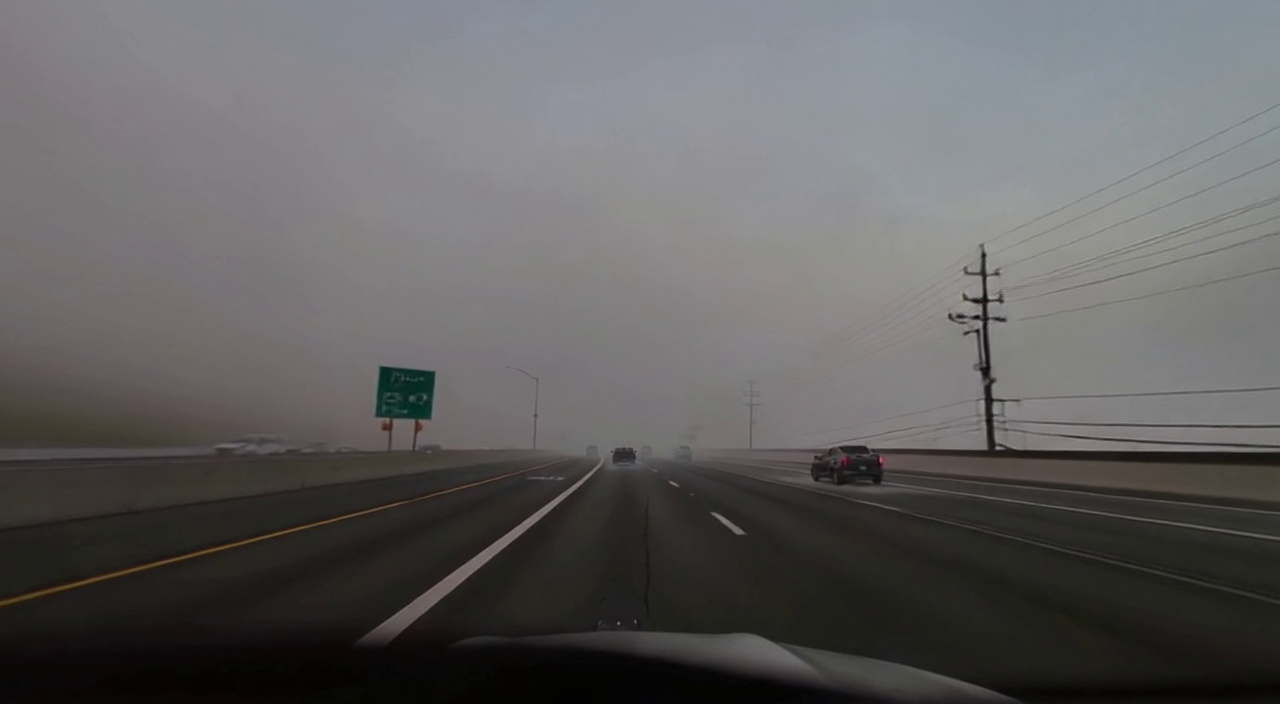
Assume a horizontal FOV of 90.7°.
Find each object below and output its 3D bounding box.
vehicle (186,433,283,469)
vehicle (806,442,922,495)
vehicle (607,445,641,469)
[{"bbox_3d":[-24.402,6.001,38.458,2.250,1.966,5.757,0,-9,-2],"label":"vehicle"},{"bbox_3d":[6.732,3.538,19.575,1.876,1.451,4.154,0,-9,-3],"label":"vehicle"},{"bbox_3d":[-1.132,6.940,42.082,2.109,1.489,4.027,0,-9,-4],"label":"vehicle"}]
